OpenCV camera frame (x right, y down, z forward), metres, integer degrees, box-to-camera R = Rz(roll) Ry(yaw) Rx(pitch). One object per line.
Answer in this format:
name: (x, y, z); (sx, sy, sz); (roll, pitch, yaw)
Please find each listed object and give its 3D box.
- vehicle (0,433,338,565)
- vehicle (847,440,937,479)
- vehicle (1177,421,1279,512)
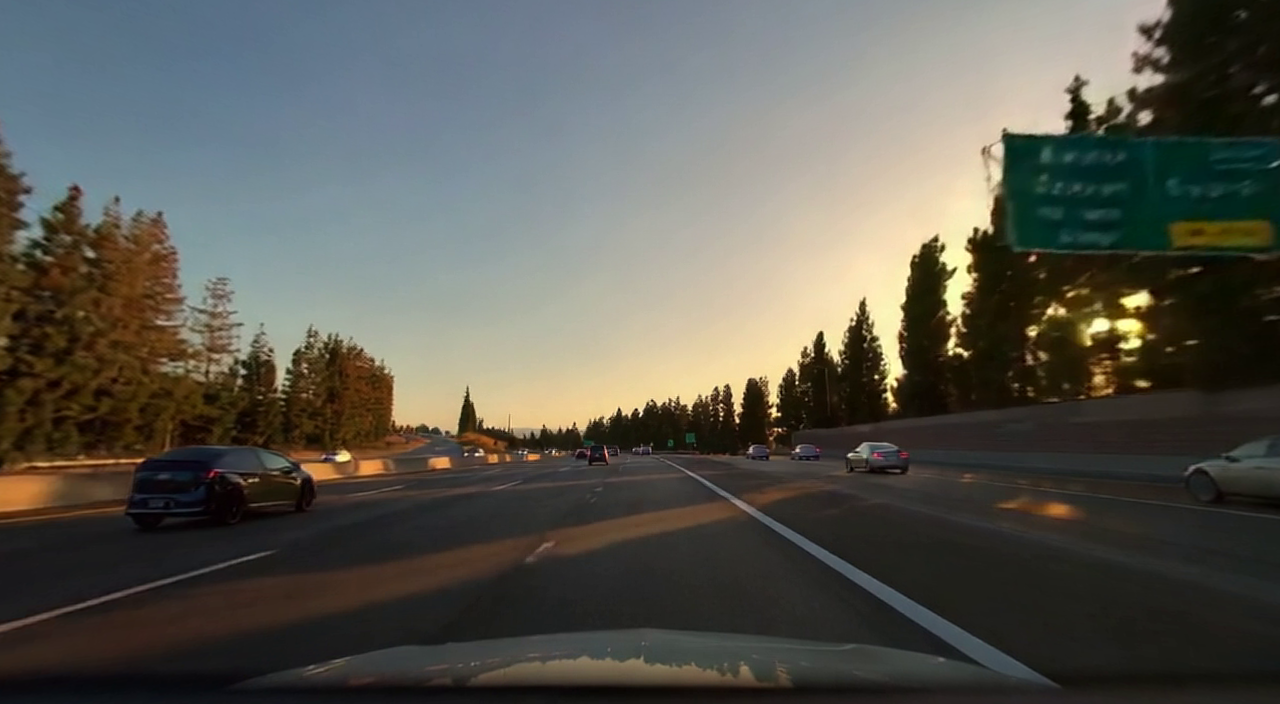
vehicle: (-6.766, 2.008, 9.508); (2.038, 1.463, 4.656); (0, -8, 1)
vehicle: (11.001, 4.713, 27.935); (2.201, 1.535, 4.735); (0, -8, 3)
vehicle: (13.529, 2.214, 12.095); (2.168, 1.753, 4.993); (0, -8, 3)
